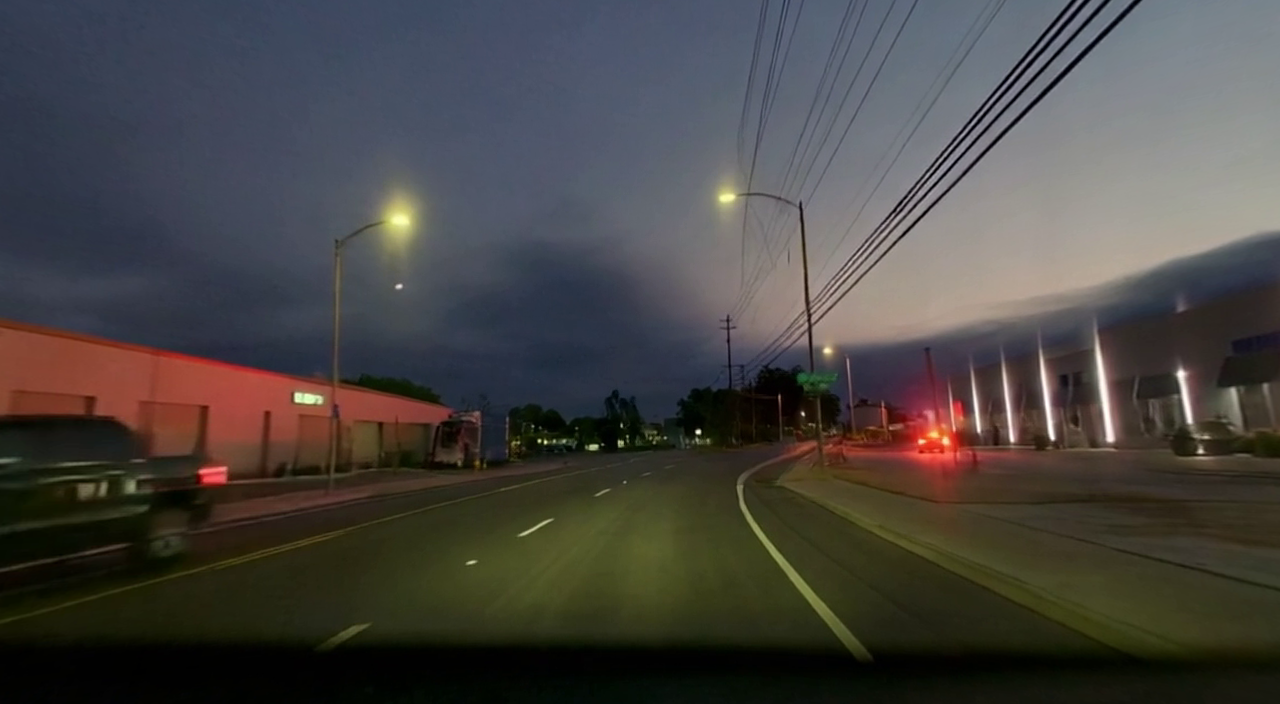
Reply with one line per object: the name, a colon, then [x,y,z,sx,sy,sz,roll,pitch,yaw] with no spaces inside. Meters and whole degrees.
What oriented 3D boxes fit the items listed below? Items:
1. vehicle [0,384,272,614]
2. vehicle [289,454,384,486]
vehicle: [-6.718,1.409,6.363,2.490,1.961,5.553,-1,-8,2]
vehicle: [-15.478,5.986,32.105,4.513,1.450,2.078,-5,-9,28]
